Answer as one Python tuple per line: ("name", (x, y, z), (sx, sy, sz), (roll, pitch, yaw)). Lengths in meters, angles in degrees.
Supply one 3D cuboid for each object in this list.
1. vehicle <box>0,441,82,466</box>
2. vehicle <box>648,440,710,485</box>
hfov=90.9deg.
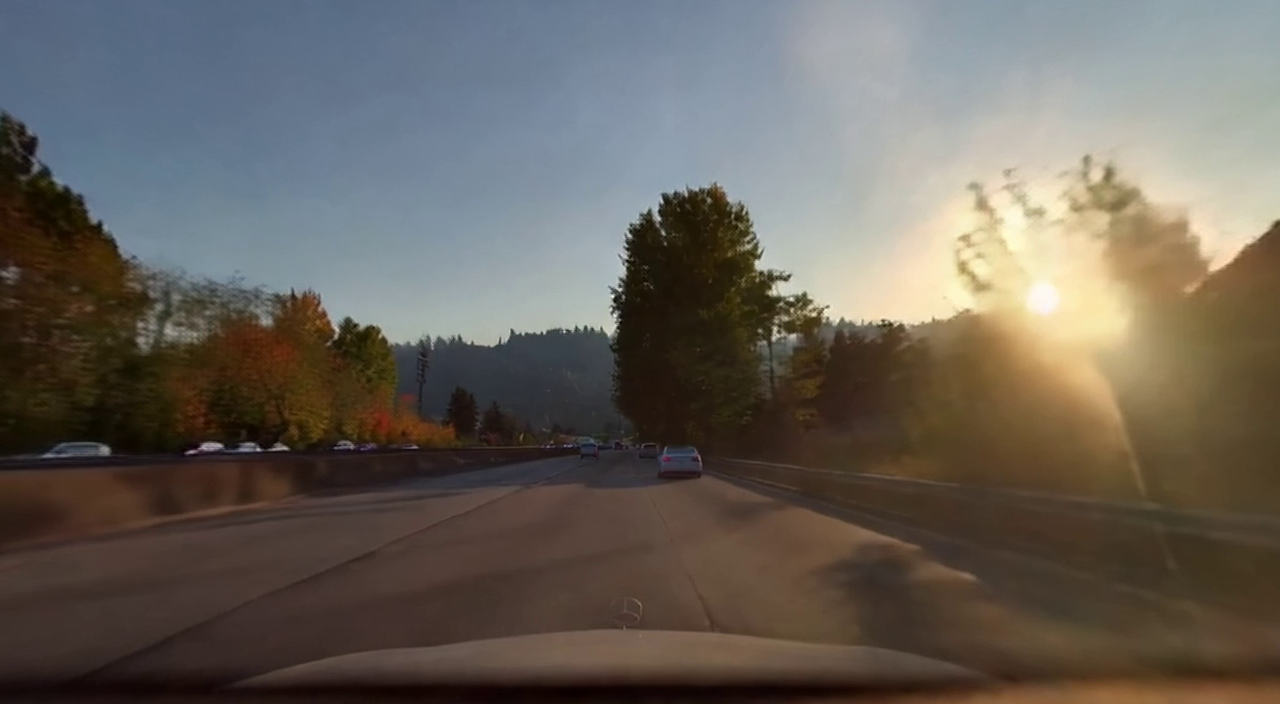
("vehicle", (-37.301, 6.315, 39.247), (1.768, 1.444, 3.802), (0, -9, -5))
("vehicle", (1.328, 4.010, 23.100), (1.960, 1.456, 3.818), (0, -9, -1))
